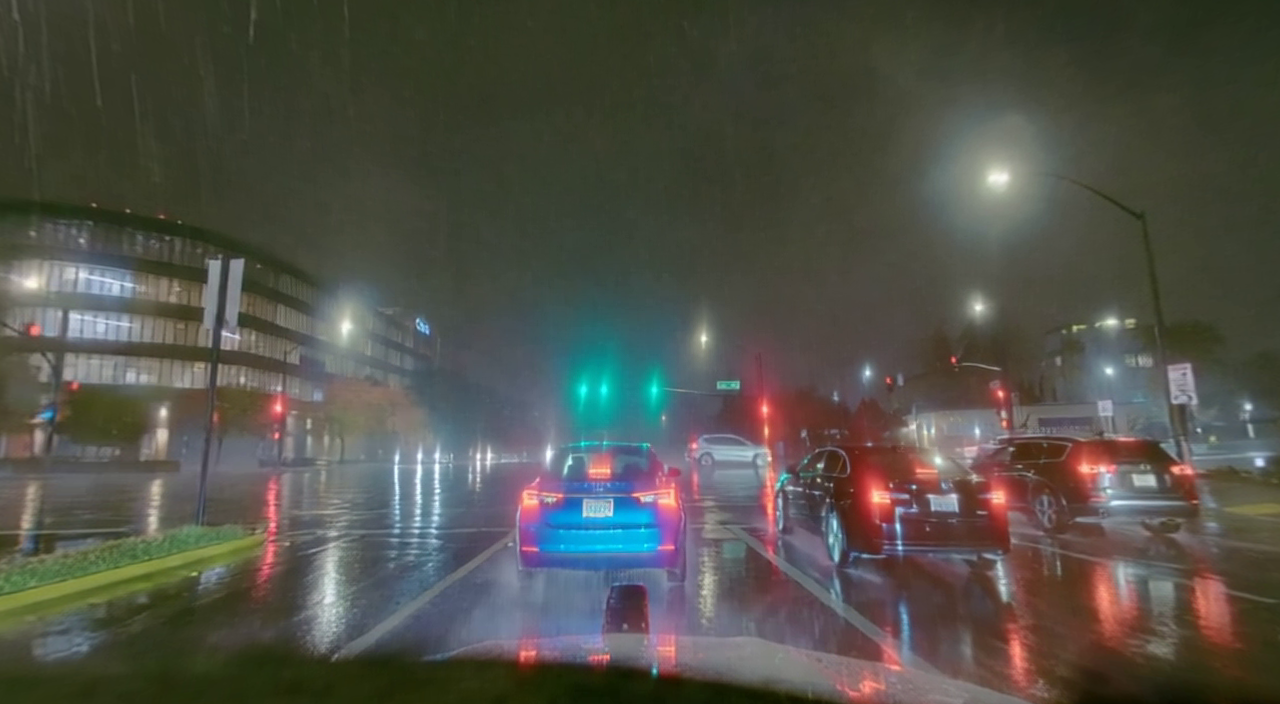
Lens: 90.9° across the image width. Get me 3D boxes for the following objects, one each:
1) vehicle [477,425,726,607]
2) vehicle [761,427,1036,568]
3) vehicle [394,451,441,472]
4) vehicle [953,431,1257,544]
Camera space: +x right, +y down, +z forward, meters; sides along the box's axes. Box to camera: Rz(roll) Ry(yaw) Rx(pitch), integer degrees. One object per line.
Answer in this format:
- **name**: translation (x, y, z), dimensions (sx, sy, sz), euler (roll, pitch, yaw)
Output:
- **vehicle**: translation (-0.368, 1.654, 7.289), dimensions (2.059, 1.477, 3.988), euler (0, -8, -1)
- **vehicle**: translation (3.215, 1.888, 8.970), dimensions (2.042, 1.508, 4.109), euler (0, -8, -2)
- **vehicle**: translation (-17.130, 8.391, 48.682), dimensions (2.048, 1.463, 4.530), euler (0, -8, -1)
- **vehicle**: translation (7.444, 2.165, 10.786), dimensions (1.908, 1.517, 4.182), euler (0, -8, -1)
